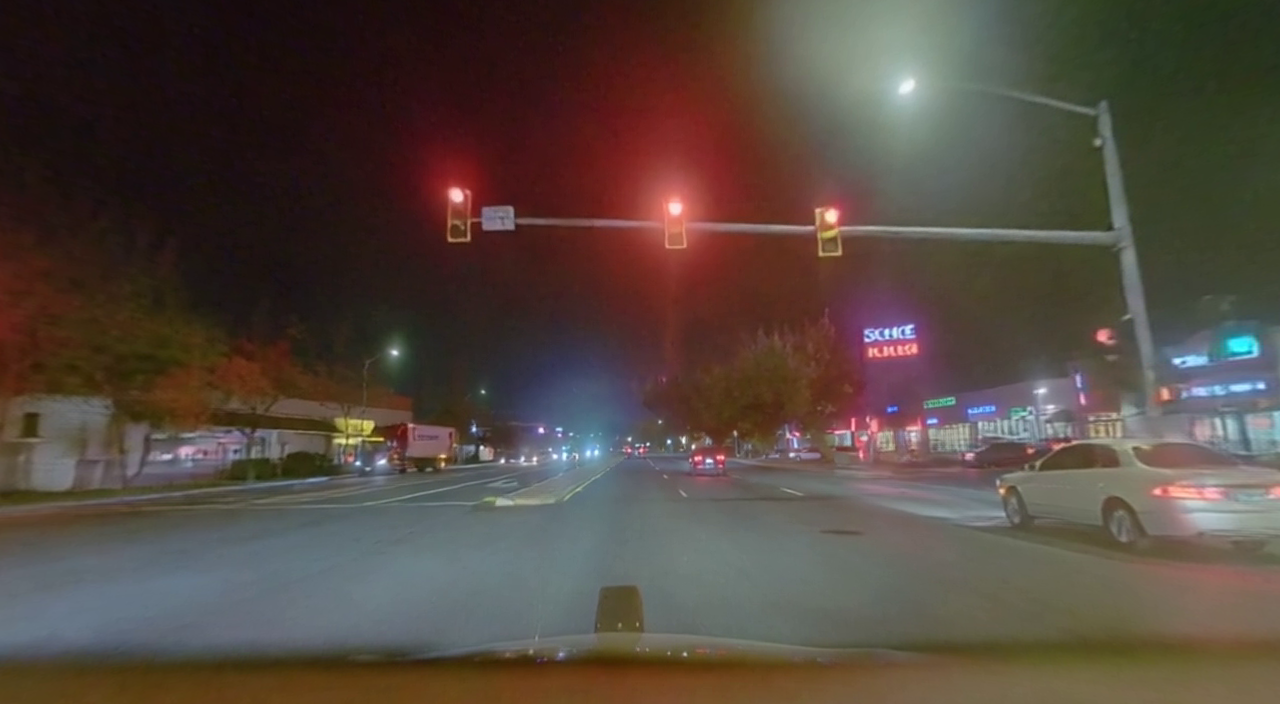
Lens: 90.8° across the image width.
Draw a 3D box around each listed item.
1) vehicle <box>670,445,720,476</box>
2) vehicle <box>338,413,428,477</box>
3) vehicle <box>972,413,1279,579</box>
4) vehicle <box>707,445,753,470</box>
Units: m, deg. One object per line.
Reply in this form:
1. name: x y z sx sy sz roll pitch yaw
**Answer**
1. vehicle: 2.823 5.692 33.303 2.099 1.463 4.365 0 -9 -2
2. vehicle: -19.208 7.094 48.003 3.008 4.297 9.041 0 -9 -1
3. vehicle: 6.901 1.810 8.762 2.002 1.651 4.647 0 -9 0
4. vehicle: 5.823 6.897 41.375 2.150 1.485 4.919 0 -9 -2
